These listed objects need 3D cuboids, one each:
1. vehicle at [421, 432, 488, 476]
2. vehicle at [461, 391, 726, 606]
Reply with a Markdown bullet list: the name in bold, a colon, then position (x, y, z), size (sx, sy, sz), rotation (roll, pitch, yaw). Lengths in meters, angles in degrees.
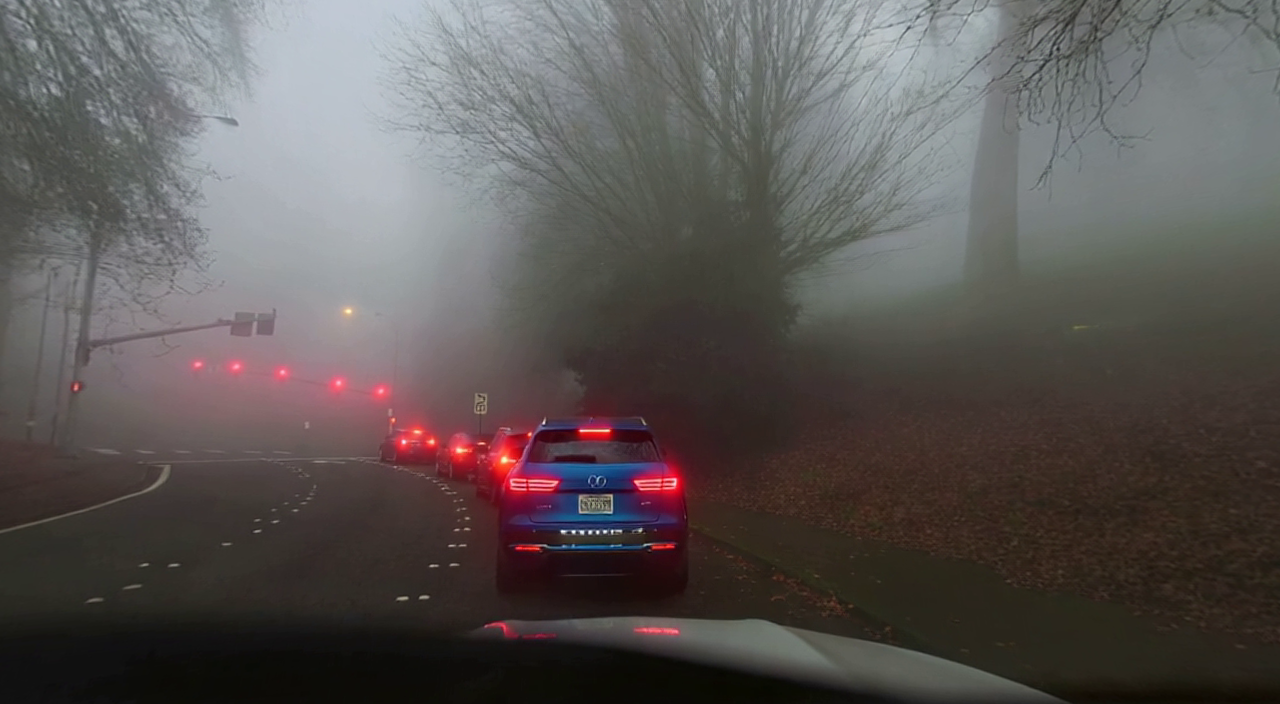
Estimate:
- **vehicle**: position (-7.295, 3.924, 24.490), size (1.902, 1.536, 3.662), rotation (4, -9, -25)
- **vehicle**: position (-0.683, 1.459, 7.197), size (2.134, 1.671, 4.147), rotation (1, -8, -10)
